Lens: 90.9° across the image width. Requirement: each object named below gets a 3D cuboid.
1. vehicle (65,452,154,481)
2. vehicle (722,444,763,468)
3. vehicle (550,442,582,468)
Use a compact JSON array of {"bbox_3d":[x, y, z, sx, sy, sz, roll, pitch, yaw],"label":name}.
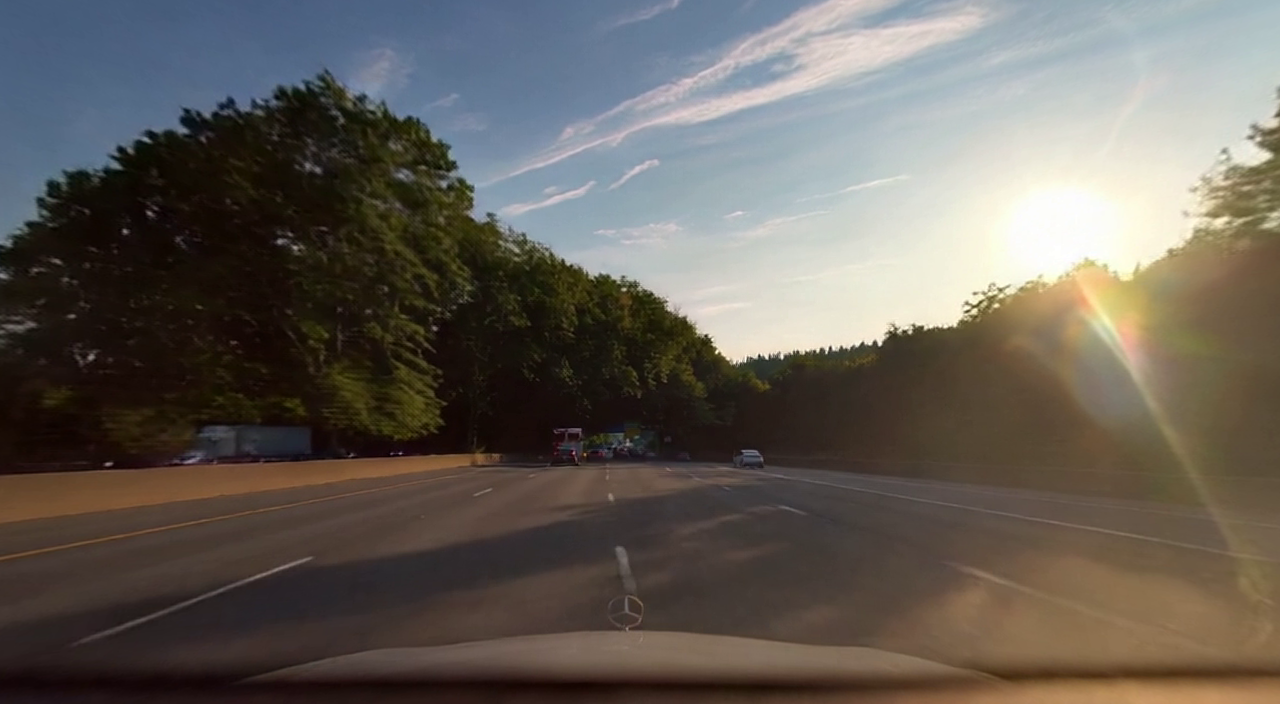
[{"bbox_3d":[-31.135,6.713,37.138,1.827,1.563,4.222,1,-9,-6],"label":"vehicle"},{"bbox_3d":[7.281,7.457,45.179,1.989,1.591,4.348,0,-9,-4],"label":"vehicle"},{"bbox_3d":[-5.419,7.628,46.738,2.167,1.847,4.097,0,-9,-5],"label":"vehicle"}]
